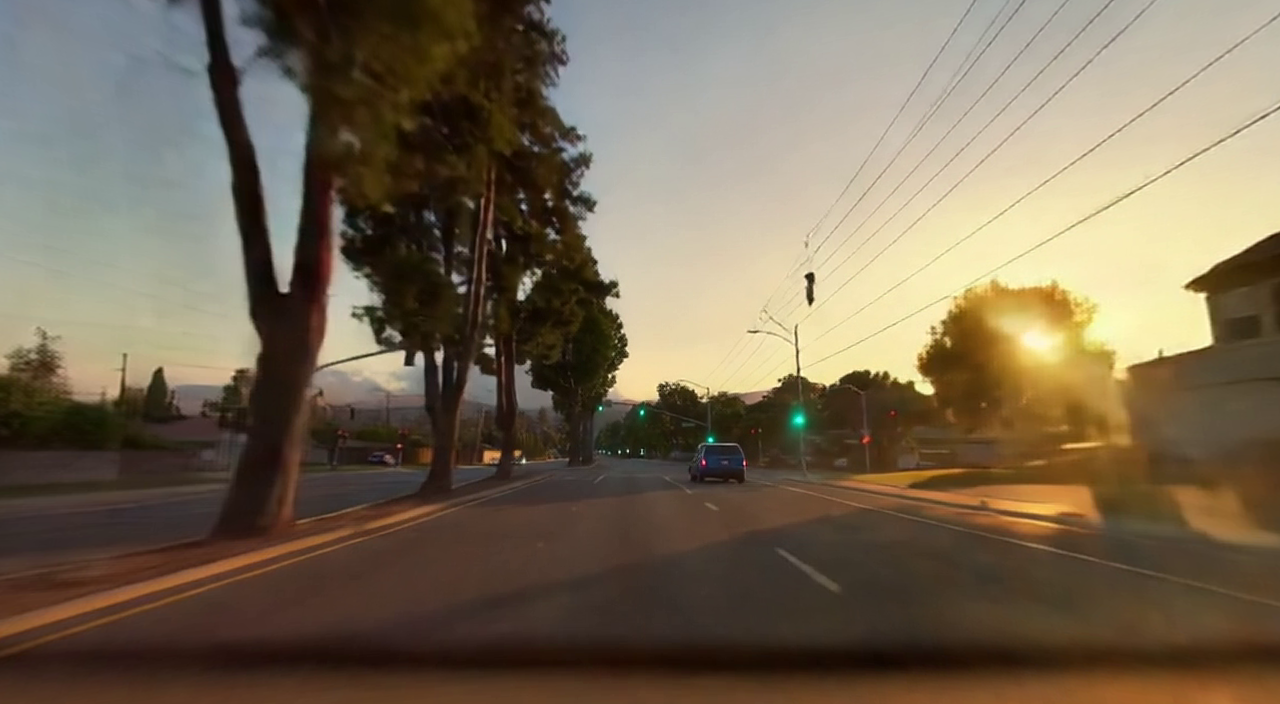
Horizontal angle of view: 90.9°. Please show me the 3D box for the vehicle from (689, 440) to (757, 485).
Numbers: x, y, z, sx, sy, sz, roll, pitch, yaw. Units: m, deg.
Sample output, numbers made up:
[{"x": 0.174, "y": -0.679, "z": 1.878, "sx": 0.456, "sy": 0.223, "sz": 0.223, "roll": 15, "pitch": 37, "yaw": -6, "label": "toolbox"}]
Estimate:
[{"x": 3.561, "y": 4.847, "z": 27.964, "sx": 2.240, "sy": 1.781, "sz": 4.433, "roll": 0, "pitch": -8, "yaw": -2, "label": "vehicle"}]
